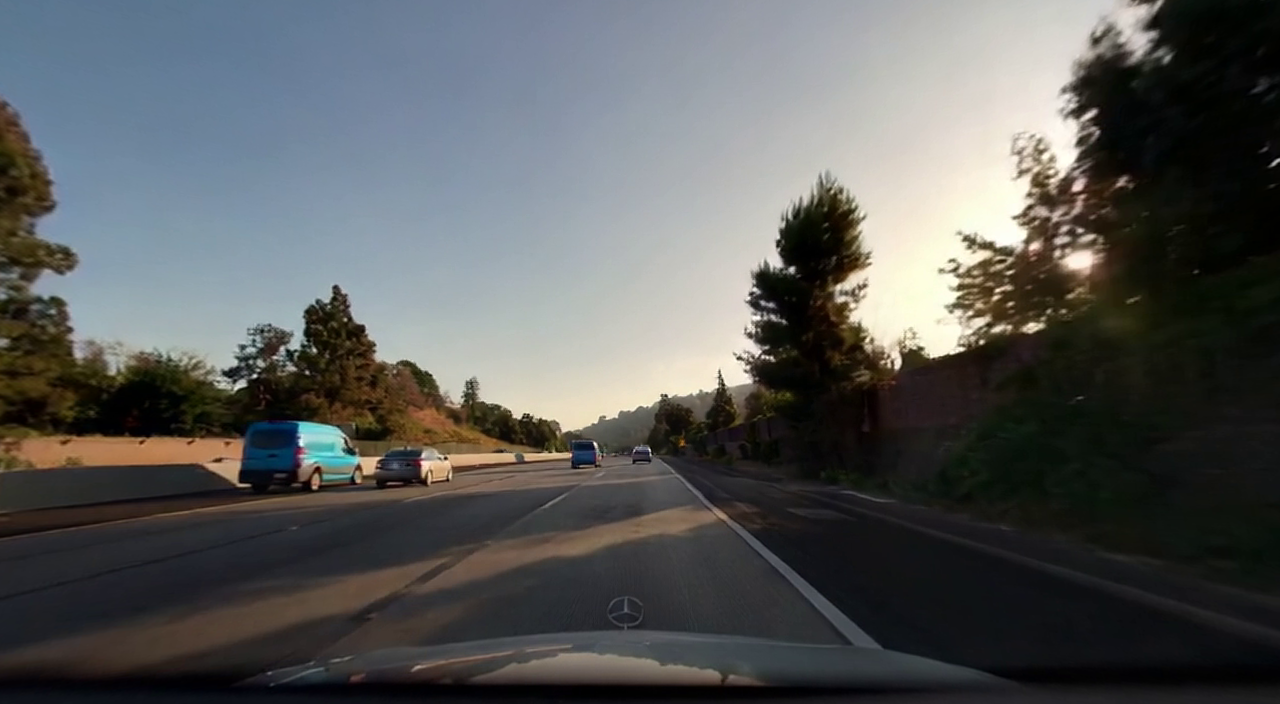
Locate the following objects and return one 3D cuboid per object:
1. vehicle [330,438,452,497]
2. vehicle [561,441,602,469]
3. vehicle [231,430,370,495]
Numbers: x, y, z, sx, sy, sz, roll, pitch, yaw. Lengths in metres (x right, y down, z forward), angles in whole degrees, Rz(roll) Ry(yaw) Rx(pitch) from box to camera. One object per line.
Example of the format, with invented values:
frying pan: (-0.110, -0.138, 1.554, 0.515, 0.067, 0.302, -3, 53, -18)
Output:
vehicle: (-7.433, 3.472, 19.302, 2.014, 1.598, 4.015, 0, -9, 1)
vehicle: (-4.010, 7.164, 44.191, 2.313, 1.852, 4.775, 0, -9, 2)
vehicle: (-10.840, 3.540, 20.592, 1.977, 1.870, 4.525, 0, -9, 0)
